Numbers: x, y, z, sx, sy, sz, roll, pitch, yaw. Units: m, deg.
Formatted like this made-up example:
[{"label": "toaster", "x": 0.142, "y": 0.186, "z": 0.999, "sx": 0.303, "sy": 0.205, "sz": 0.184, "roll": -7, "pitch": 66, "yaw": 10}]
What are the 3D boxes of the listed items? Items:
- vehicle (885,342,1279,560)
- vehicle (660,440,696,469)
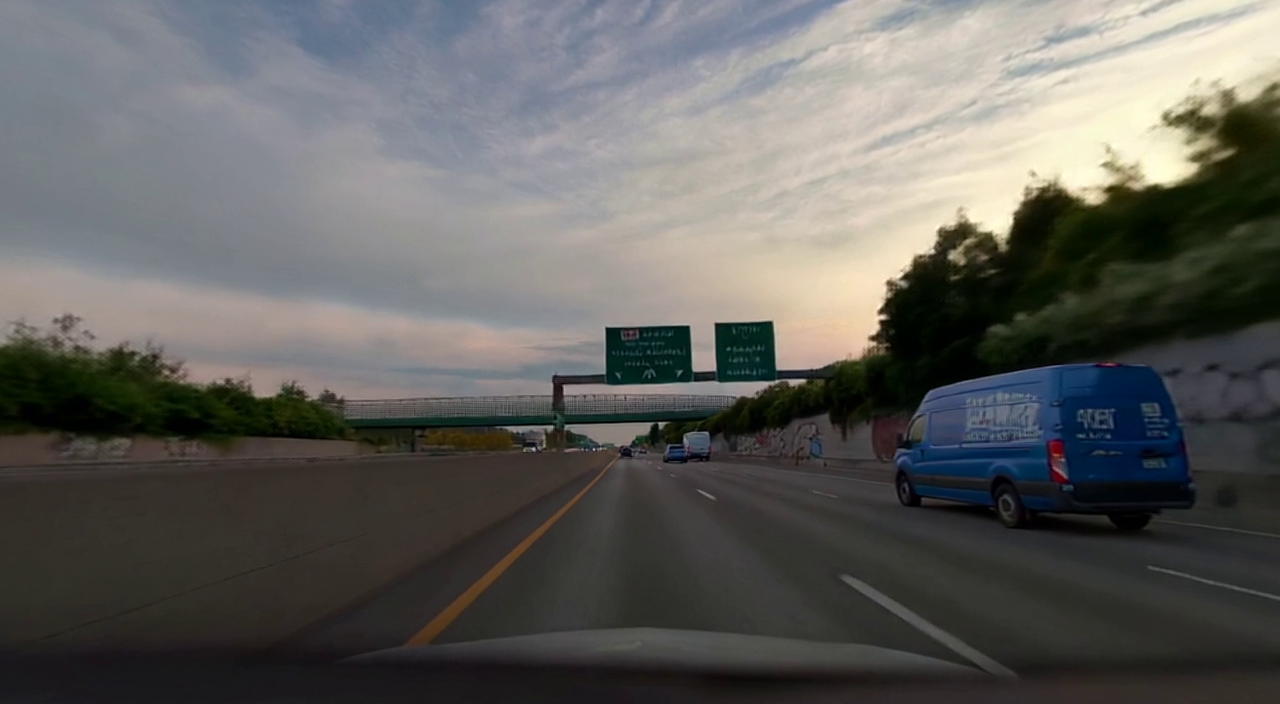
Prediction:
[{"label": "vehicle", "x": 6.516, "y": 1.612, "z": 10.555, "sx": 2.283, "sy": 2.631, "sz": 5.719, "roll": 0, "pitch": -9, "yaw": -2}, {"label": "vehicle", "x": 2.665, "y": 7.305, "z": 45.012, "sx": 2.007, "sy": 1.943, "sz": 5.010, "roll": 0, "pitch": -9, "yaw": -3}]
